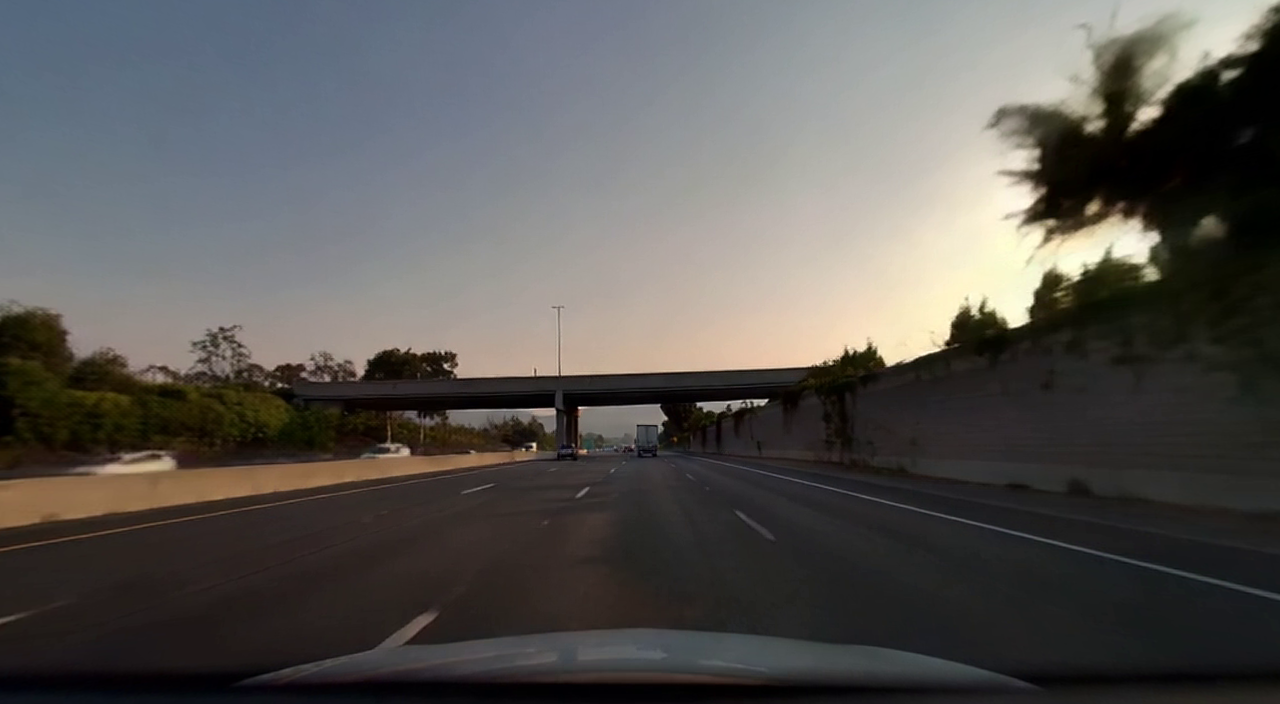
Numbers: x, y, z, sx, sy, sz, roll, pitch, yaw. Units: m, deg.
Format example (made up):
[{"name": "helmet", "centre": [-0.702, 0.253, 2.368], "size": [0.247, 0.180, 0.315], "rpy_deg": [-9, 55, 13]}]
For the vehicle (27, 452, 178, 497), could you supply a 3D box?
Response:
[{"name": "vehicle", "centre": [-24.976, 5.676, 29.691], "size": [2.098, 1.822, 5.501], "rpy_deg": [-1, -8, 3]}]

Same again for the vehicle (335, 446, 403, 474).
[{"name": "vehicle", "centre": [-16.157, 6.439, 37.880], "size": [2.009, 1.568, 4.433], "rpy_deg": [0, -8, 1]}]
